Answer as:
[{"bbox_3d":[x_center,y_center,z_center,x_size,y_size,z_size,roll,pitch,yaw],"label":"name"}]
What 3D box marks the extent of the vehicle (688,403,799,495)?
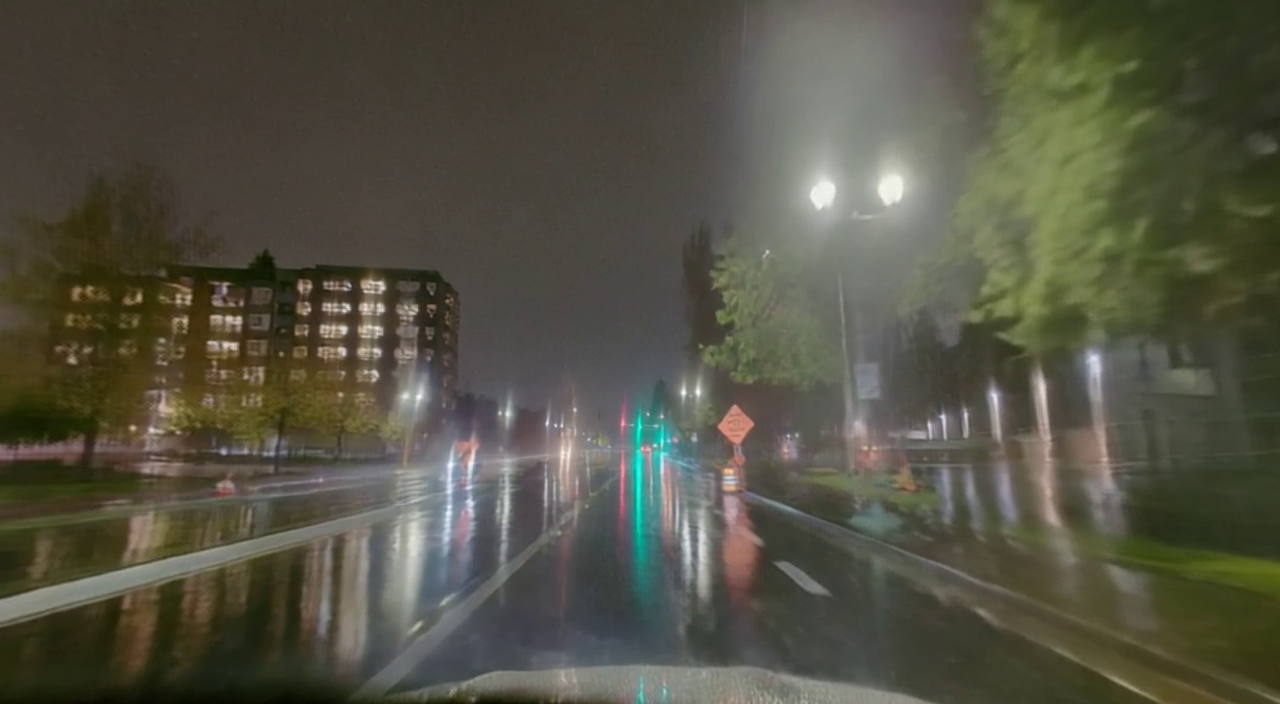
[{"bbox_3d":[3.240,3.127,20.628,2.849,2.686,3.176,0,-8,-4],"label":"vehicle"}]
